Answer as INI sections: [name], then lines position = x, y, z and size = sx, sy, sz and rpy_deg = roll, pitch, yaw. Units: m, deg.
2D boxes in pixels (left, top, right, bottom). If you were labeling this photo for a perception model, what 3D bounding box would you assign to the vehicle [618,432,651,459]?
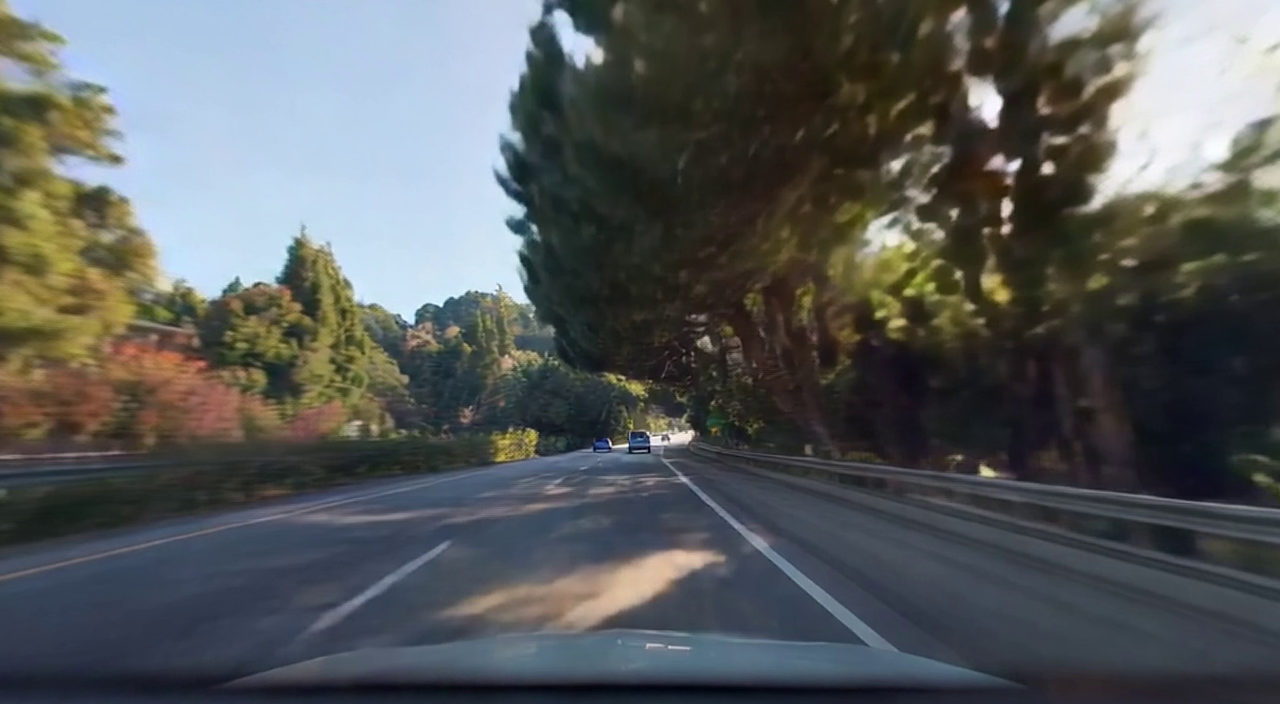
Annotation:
[vehicle]
position = -0.398, 6.047, 40.853
size = 2.041, 1.618, 3.898
rpy_deg = 0, -8, -1
